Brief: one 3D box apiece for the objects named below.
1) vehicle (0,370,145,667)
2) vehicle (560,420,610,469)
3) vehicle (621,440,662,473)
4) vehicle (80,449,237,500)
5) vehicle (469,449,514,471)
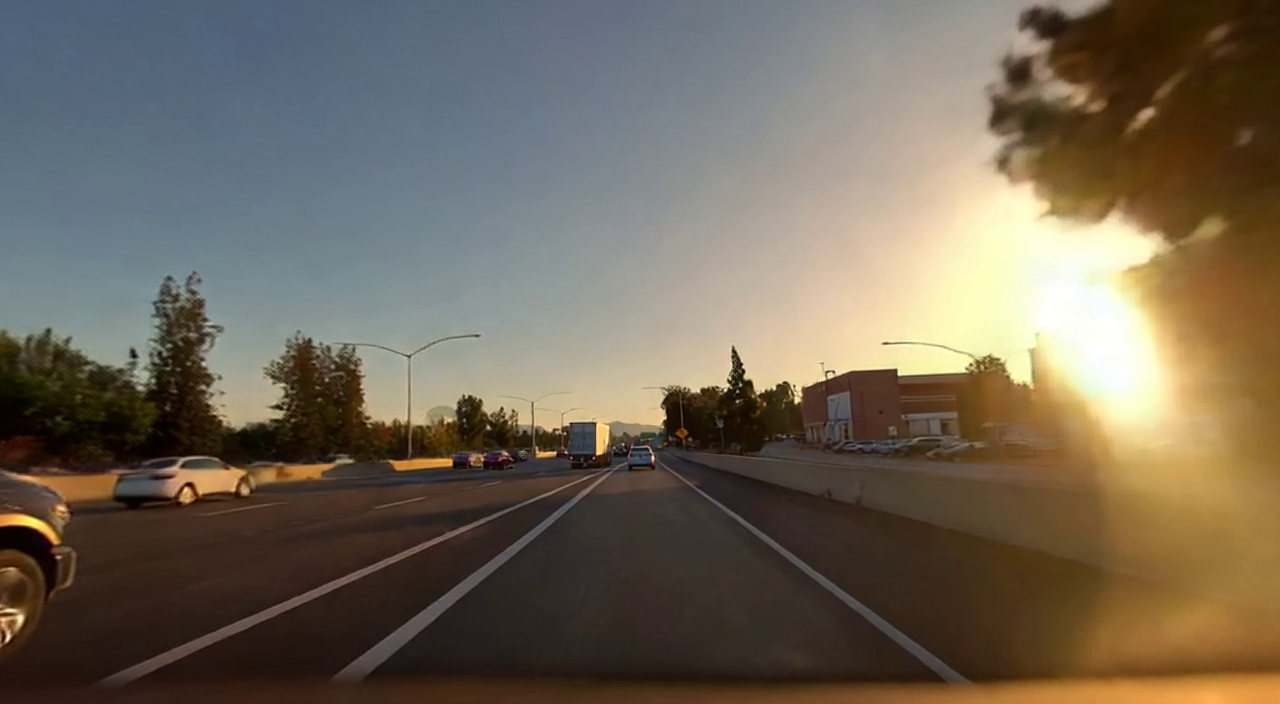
[{"bbox_3d":[-5.048,0.836,2.584,2.200,1.793,4.586,0,-8,2],"label":"vehicle"},{"bbox_3d":[-4.164,7.231,49.361,2.796,3.426,8.553,-1,-8,2],"label":"vehicle"},{"bbox_3d":[0.108,6.108,37.280,2.227,1.794,4.646,0,-8,1],"label":"vehicle"},{"bbox_3d":[-18.324,4.635,24.397,2.076,1.709,4.893,-1,-8,2],"label":"vehicle"},{"bbox_3d":[-10.799,7.903,46.274,1.928,1.480,4.823,-1,-8,2],"label":"vehicle"}]
